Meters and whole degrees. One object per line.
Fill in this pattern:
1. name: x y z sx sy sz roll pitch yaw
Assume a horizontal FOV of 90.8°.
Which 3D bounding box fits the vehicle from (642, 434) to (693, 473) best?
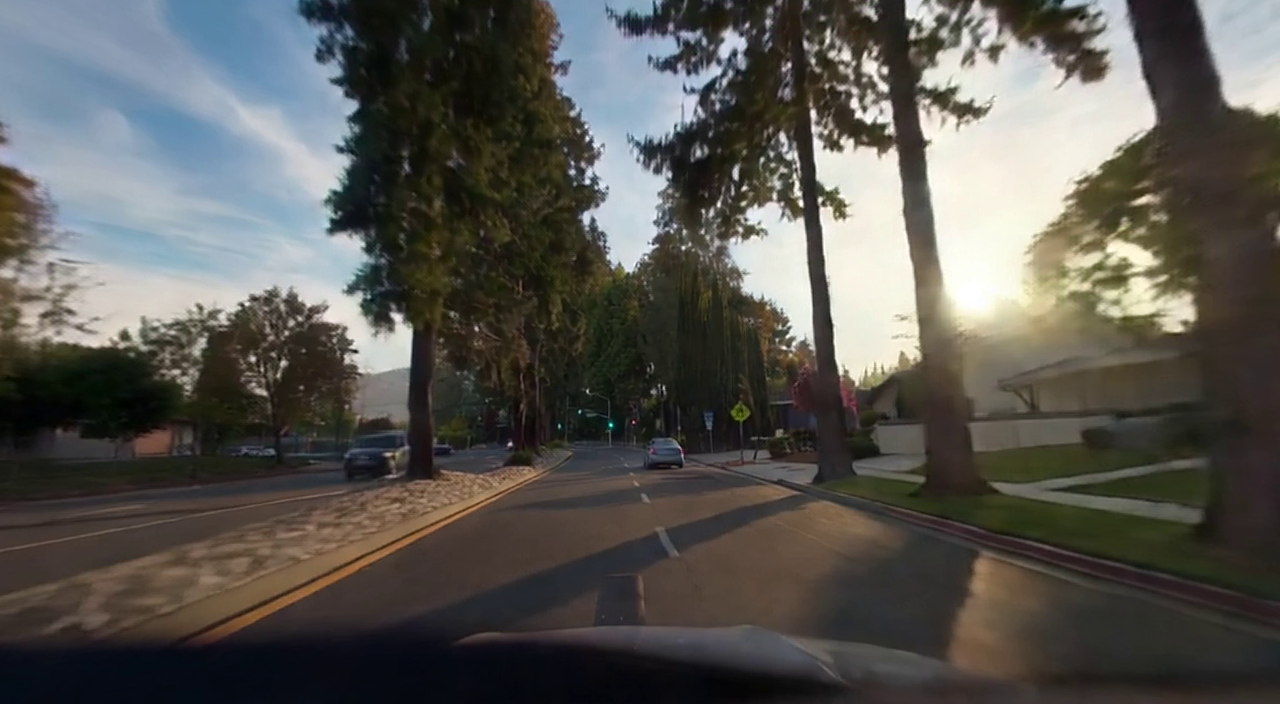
1. vehicle: 1.234 4.860 30.326 1.990 1.707 4.225 0 -8 -4
